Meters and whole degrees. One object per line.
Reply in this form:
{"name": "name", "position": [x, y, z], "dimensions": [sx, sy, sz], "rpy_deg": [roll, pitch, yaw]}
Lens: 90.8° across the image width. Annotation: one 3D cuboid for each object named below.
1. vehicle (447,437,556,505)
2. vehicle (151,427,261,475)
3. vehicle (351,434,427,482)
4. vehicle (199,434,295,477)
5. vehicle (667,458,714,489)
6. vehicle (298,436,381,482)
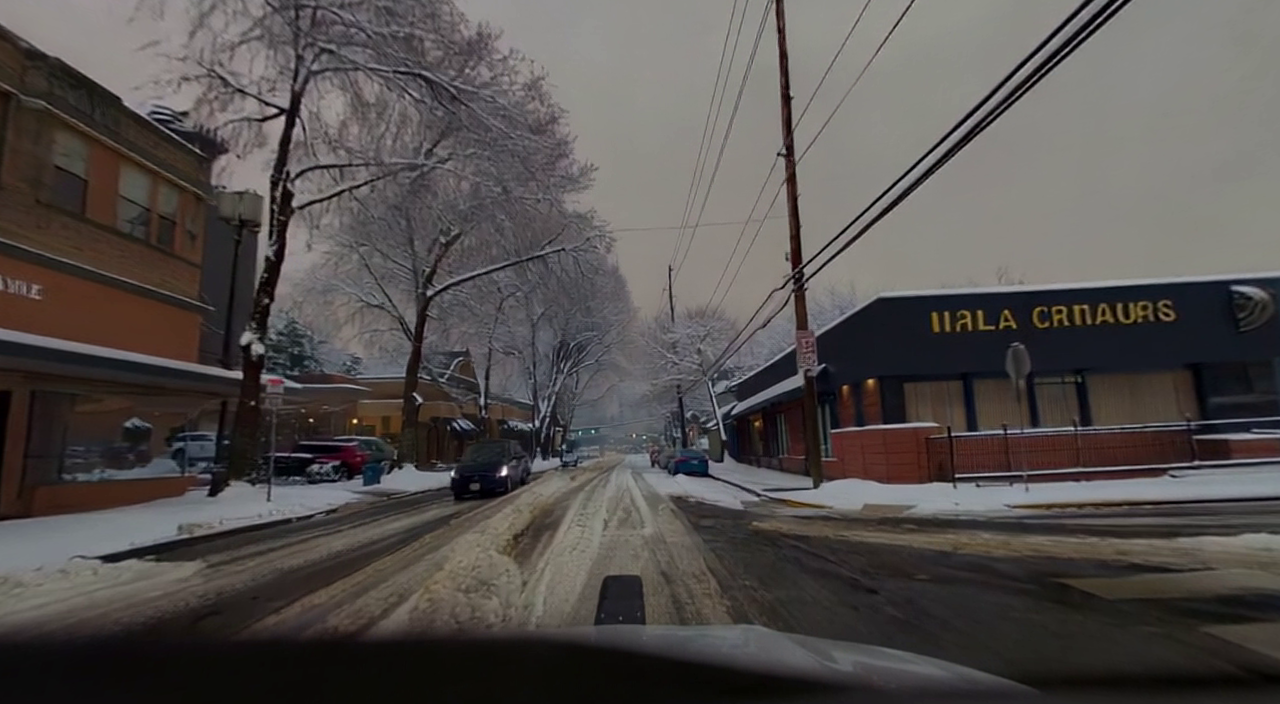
{"name": "vehicle", "position": [-4.367, 3.836, 20.920], "dimensions": [2.495, 1.966, 4.846], "rpy_deg": [0, -8, 0]}
{"name": "vehicle", "position": [-27.649, 6.334, 40.684], "dimensions": [2.249, 2.760, 6.636], "rpy_deg": [0, -8, 0]}
{"name": "vehicle", "position": [-16.089, 6.843, 40.965], "dimensions": [2.715, 2.789, 6.225], "rpy_deg": [0, -9, -5]}
{"name": "vehicle", "position": [-24.945, 6.593, 40.464], "dimensions": [2.288, 2.514, 5.886], "rpy_deg": [0, -8, 0]}
{"name": "vehicle", "position": [2.502, 6.180, 32.307], "dimensions": [1.877, 1.373, 3.854], "rpy_deg": [0, -8, -3]}
{"name": "vehicle", "position": [-19.022, 6.713, 40.434], "dimensions": [2.256, 2.668, 5.979], "rpy_deg": [0, -7, 1]}
